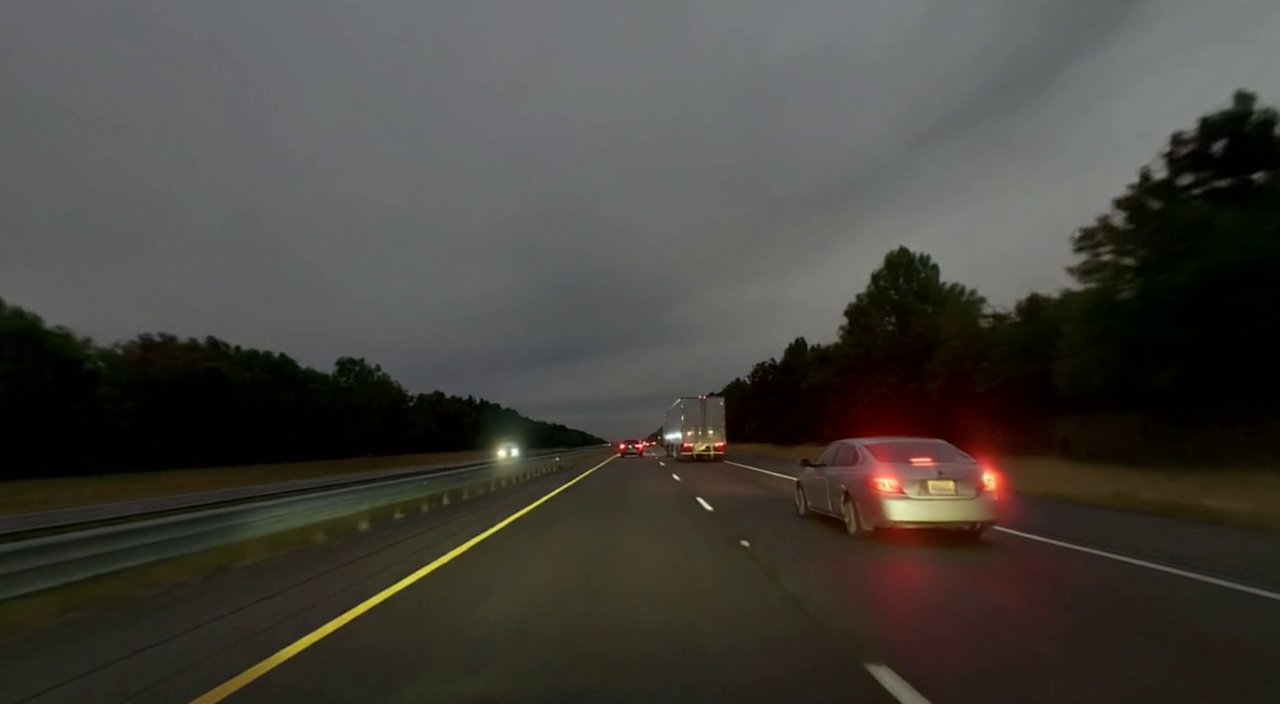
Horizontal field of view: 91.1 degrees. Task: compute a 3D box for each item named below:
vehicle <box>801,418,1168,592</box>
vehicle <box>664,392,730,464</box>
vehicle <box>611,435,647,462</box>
[{"bbox_3d":[3.638,1.655,7.822,2.072,1.534,4.300,0,-8,-1],"label":"vehicle"},{"bbox_3d":[3.455,5.197,42.231,2.919,4.004,13.911,0,-8,-1],"label":"vehicle"},{"bbox_3d":[-0.700,6.232,40.926,2.192,1.623,4.887,0,-8,0],"label":"vehicle"}]
